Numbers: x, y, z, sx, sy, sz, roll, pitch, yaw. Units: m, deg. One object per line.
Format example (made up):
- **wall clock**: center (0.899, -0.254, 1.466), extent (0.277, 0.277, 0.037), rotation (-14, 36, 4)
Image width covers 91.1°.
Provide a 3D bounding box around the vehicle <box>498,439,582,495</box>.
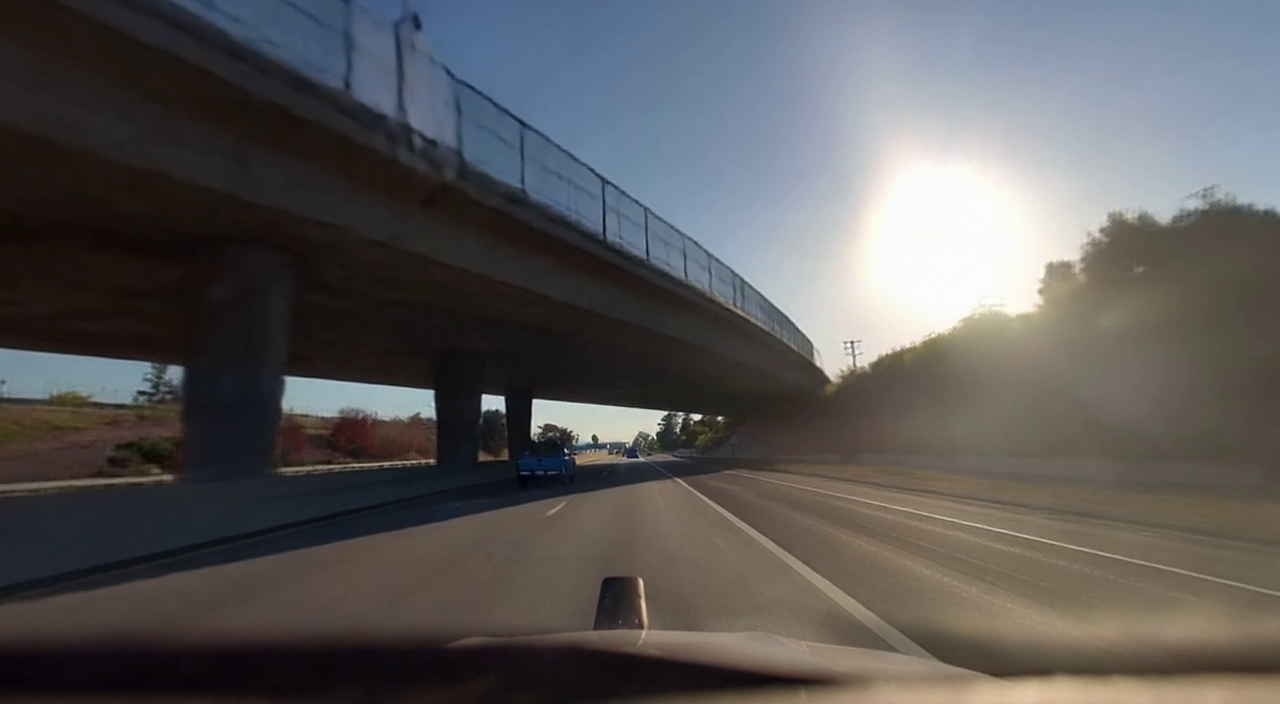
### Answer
- **vehicle**: center (-3.322, 3.918, 21.775), extent (2.152, 1.717, 4.423), rotation (0, -9, 1)
